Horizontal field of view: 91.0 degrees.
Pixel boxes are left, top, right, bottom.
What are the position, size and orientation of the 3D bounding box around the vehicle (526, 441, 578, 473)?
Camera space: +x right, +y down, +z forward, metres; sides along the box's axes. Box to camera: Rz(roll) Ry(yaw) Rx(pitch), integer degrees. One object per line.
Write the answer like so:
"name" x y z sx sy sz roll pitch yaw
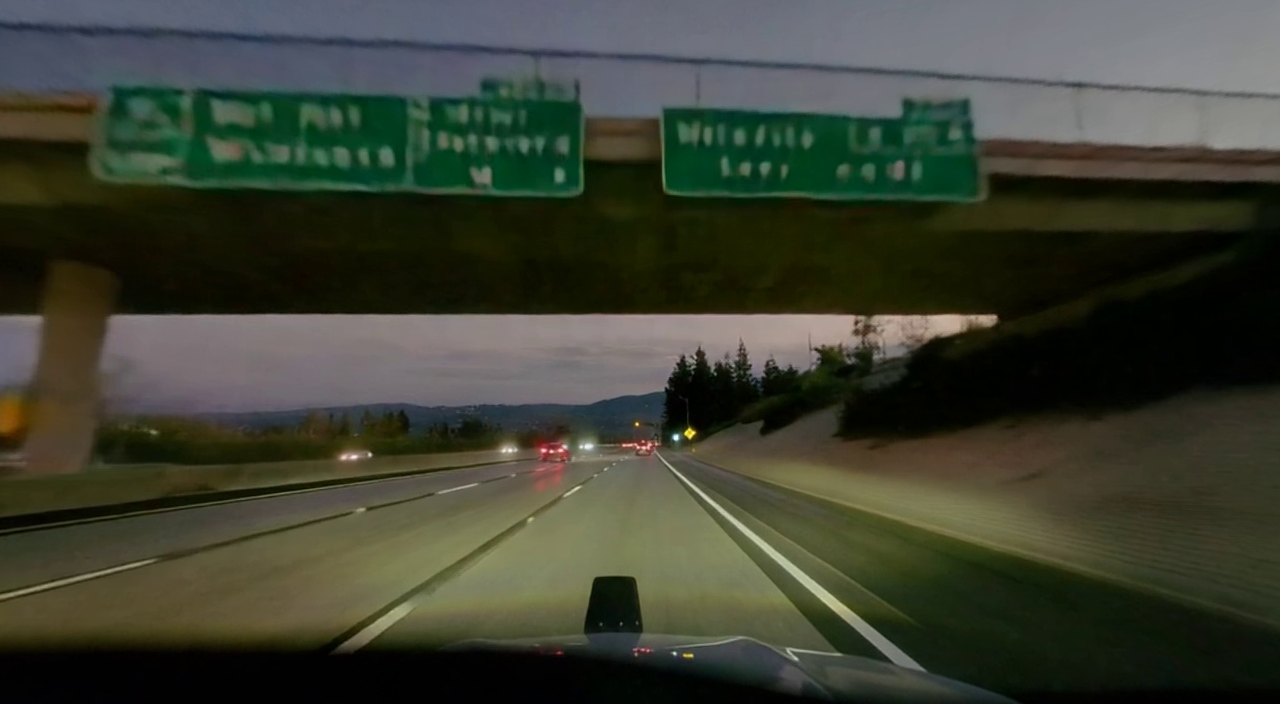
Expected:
"vehicle" -4.573 5.531 33.318 1.916 1.545 4.757 0 -9 2
